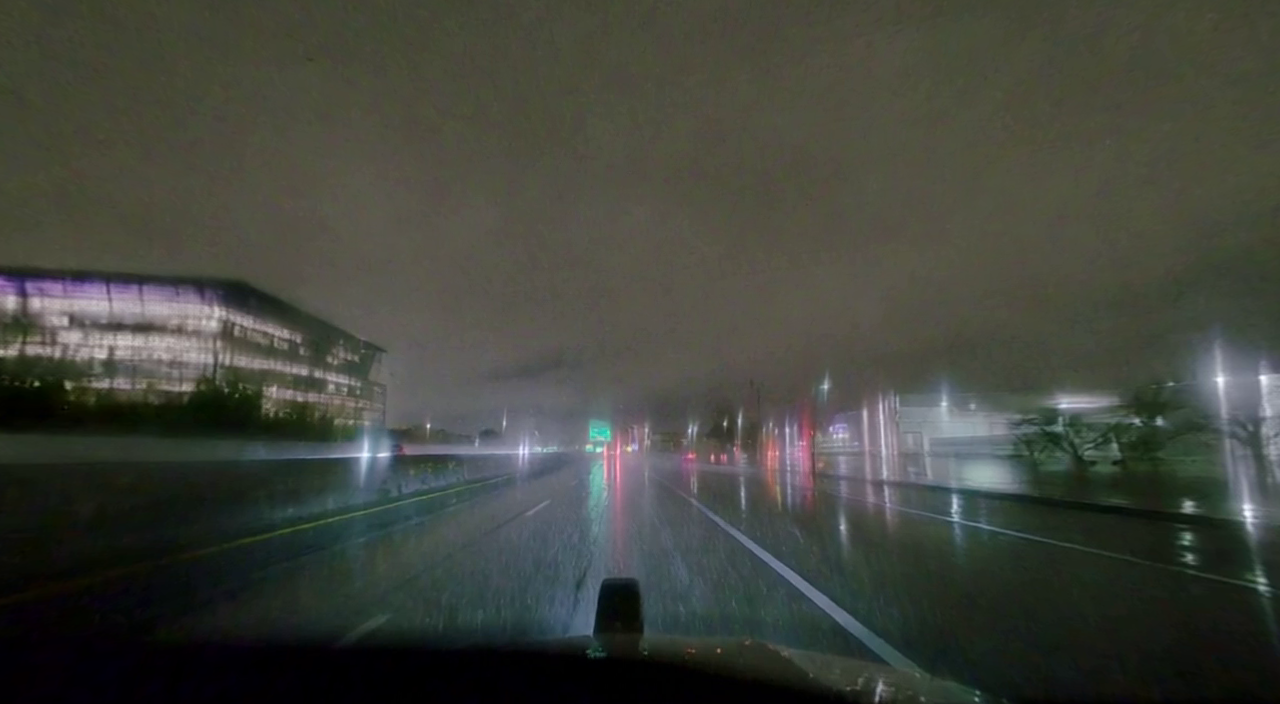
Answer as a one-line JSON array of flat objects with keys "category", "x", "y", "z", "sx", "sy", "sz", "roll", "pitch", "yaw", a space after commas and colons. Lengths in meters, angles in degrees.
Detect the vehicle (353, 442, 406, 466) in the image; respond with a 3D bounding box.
[{"category": "vehicle", "x": -18.000, "y": 7.060, "z": 43.487, "sx": 1.898, "sy": 1.557, "sz": 4.267, "roll": 0, "pitch": -9, "yaw": 0}]
